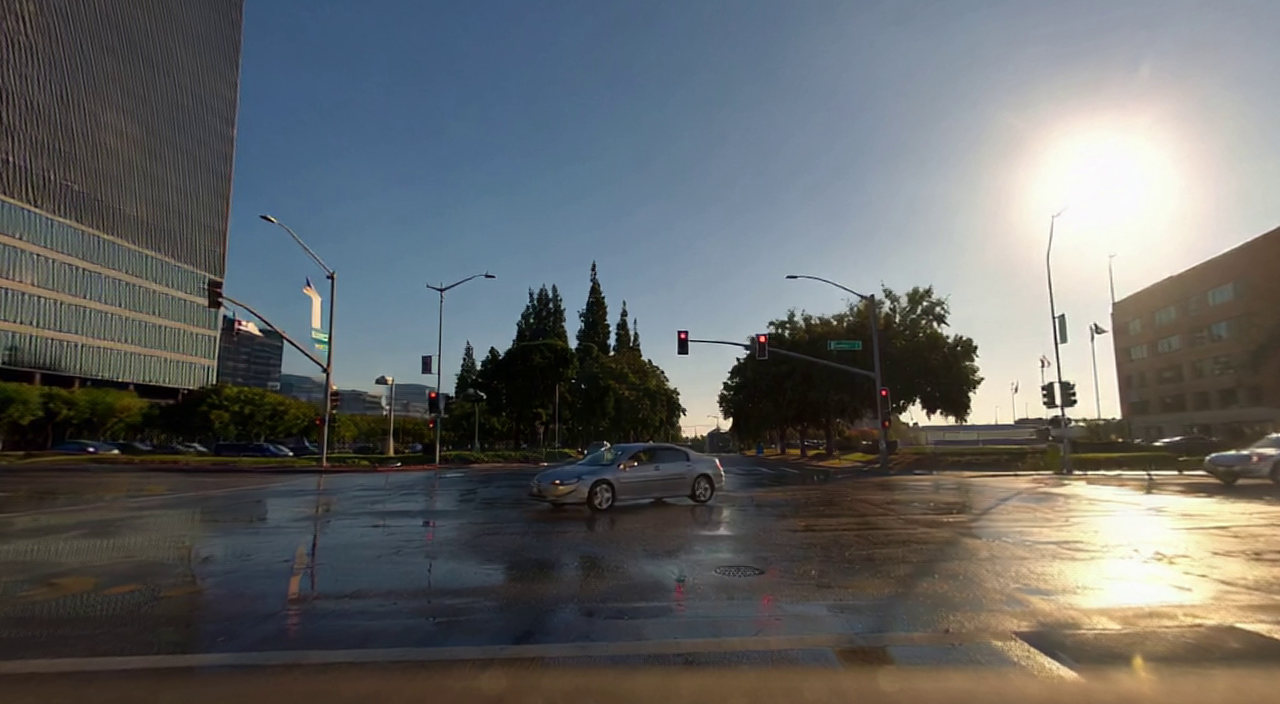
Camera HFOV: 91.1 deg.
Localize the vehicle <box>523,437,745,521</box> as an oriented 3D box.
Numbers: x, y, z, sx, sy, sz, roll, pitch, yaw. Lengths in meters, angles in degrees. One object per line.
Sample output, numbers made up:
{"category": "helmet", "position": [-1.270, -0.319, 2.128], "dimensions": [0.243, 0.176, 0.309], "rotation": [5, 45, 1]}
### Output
{"category": "vehicle", "position": [0.039, 2.656, 13.727], "dimensions": [4.802, 1.491, 1.924], "rotation": [8, -12, -43]}
